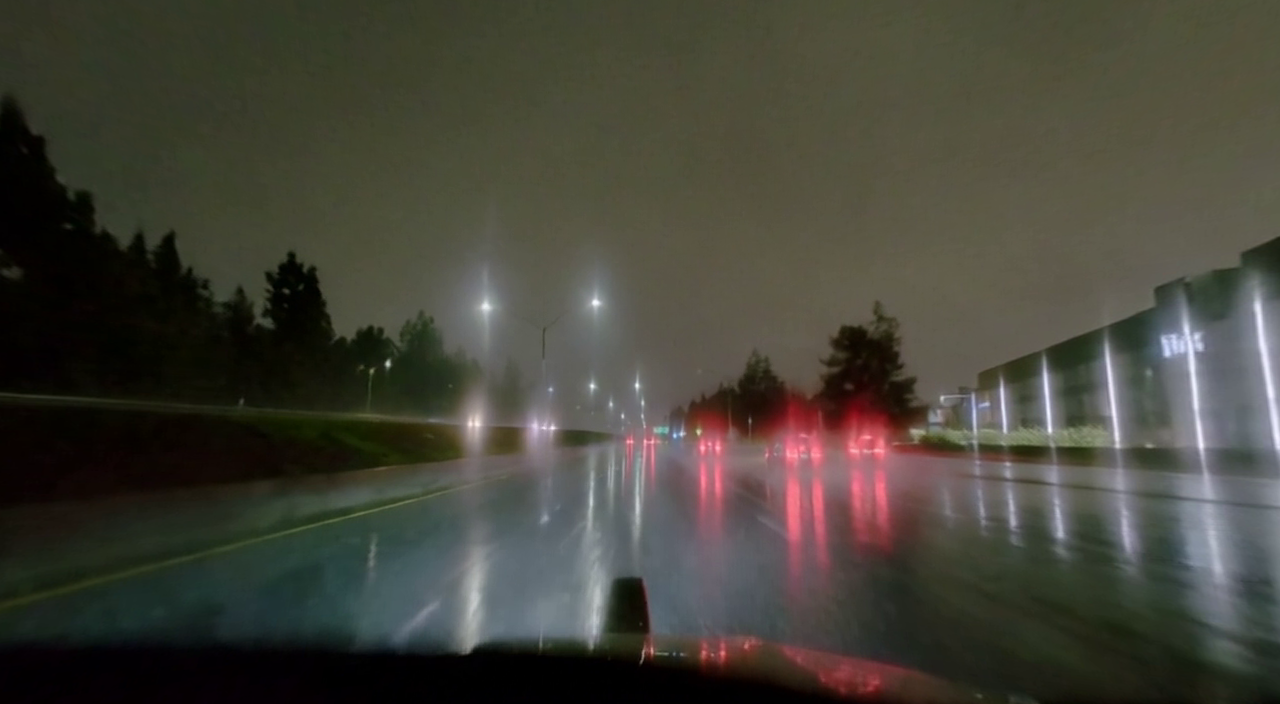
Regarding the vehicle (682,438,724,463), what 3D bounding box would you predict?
[{"bbox_3d":[3.838,6.115,39.173,2.069,1.431,4.313,0,-8,-1],"label":"vehicle"}]
